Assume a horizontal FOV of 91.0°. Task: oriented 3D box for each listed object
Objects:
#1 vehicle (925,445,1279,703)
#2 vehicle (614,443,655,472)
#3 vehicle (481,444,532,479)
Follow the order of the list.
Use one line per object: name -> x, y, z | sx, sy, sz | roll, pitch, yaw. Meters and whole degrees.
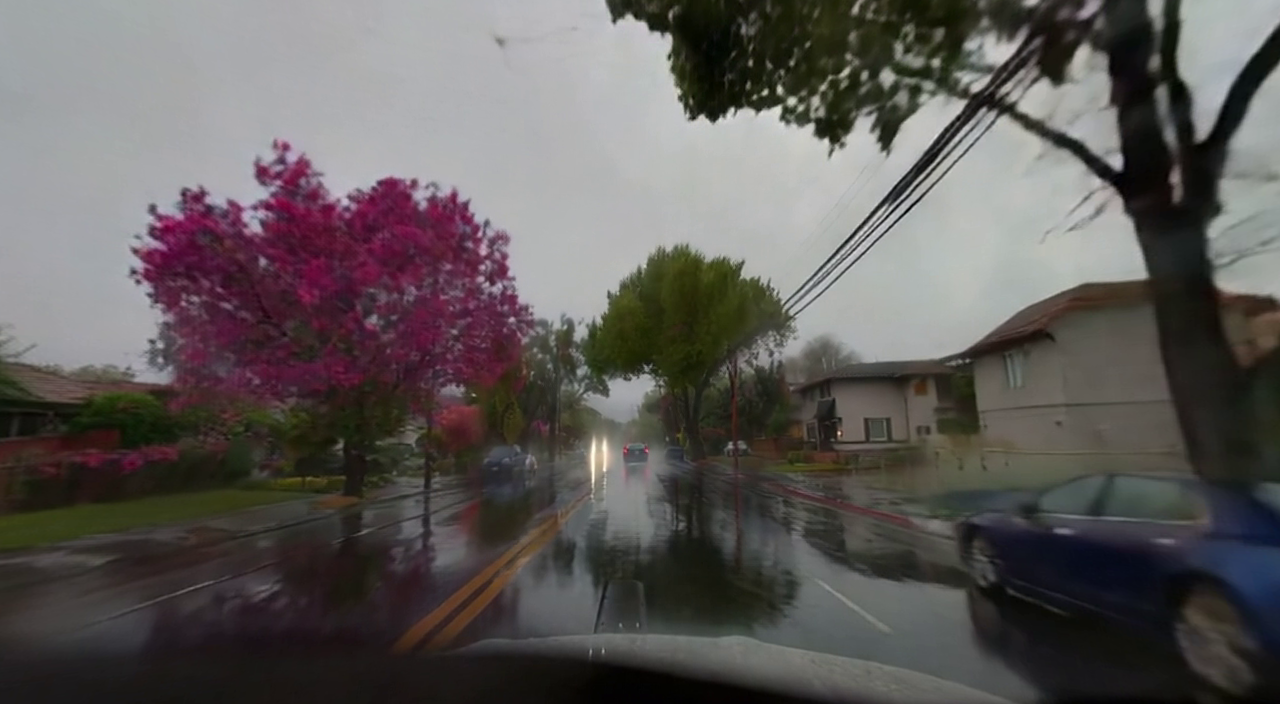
vehicle -> 4.445, 1.482, 4.941 | 1.977, 1.481, 5.155 | 0, -8, 0
vehicle -> -0.330, 5.730, 34.481 | 2.104, 1.500, 3.815 | 0, -8, -1
vehicle -> -7.729, 6.390, 36.765 | 2.022, 1.795, 4.337 | -3, -10, 0
